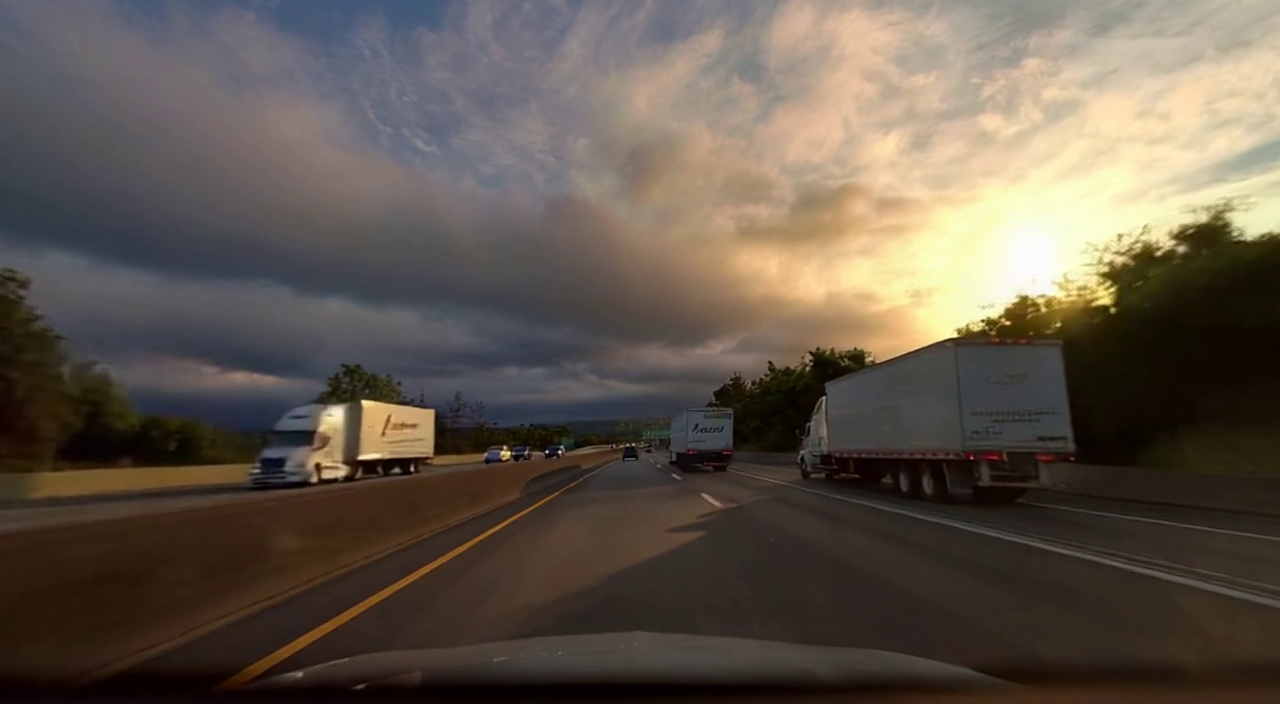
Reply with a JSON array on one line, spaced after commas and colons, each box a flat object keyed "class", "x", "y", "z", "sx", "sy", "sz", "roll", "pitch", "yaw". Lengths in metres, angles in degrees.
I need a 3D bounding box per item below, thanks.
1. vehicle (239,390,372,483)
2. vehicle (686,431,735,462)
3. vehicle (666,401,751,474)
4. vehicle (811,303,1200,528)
[{"class": "vehicle", "x": -16.660, "y": 4.287, "z": 31.962, "sx": 3.414, "sy": 4.278, "sz": 5.845, "roll": 0, "pitch": -8, "yaw": 0}, {"class": "vehicle", "x": 3.898, "y": 5.309, "z": 35.522, "sx": 2.120, "sy": 1.651, "sz": 4.639, "roll": 0, "pitch": -8, "yaw": -1}, {"class": "vehicle", "x": 3.799, "y": 5.259, "z": 39.008, "sx": 3.288, "sy": 3.717, "sz": 13.646, "roll": 0, "pitch": -8, "yaw": -2}, {"class": "vehicle", "x": 8.395, "y": 2.017, "z": 18.199, "sx": 2.843, "sy": 4.053, "sz": 13.777, "roll": 0, "pitch": -8, "yaw": -1}]
